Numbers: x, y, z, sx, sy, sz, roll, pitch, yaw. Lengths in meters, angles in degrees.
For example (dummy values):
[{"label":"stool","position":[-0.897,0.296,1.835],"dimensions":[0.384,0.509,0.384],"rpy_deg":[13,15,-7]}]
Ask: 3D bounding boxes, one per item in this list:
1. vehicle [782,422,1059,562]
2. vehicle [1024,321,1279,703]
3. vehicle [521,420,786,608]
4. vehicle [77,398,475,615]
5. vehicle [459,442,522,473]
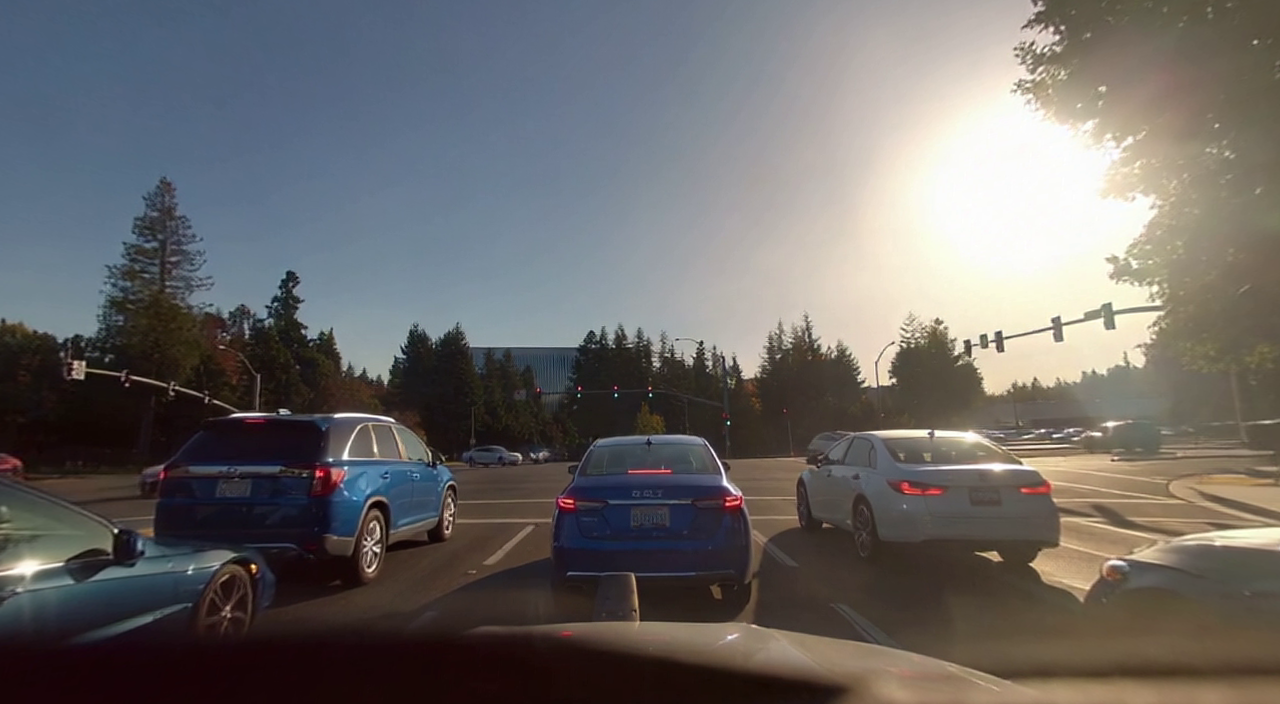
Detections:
[{"label":"vehicle","position":[3.534,1.848,9.064],"dimensions":[1.874,1.487,4.404],"rpy_deg":[0,-9,-1]},{"label":"vehicle","position":[3.227,0.621,1.252],"dimensions":[2.178,1.691,4.314],"rpy_deg":[0,-9,0]},{"label":"vehicle","position":[0.051,1.600,7.139],"dimensions":[2.114,1.482,4.056],"rpy_deg":[0,-9,-2]},{"label":"vehicle","position":[-3.420,1.535,7.160],"dimensions":[1.958,1.693,4.242],"rpy_deg":[0,-9,0]},{"label":"vehicle","position":[-9.276,6.430,38.868],"dimensions":[2.447,1.755,5.141],"rpy_deg":[5,-10,-28]}]
